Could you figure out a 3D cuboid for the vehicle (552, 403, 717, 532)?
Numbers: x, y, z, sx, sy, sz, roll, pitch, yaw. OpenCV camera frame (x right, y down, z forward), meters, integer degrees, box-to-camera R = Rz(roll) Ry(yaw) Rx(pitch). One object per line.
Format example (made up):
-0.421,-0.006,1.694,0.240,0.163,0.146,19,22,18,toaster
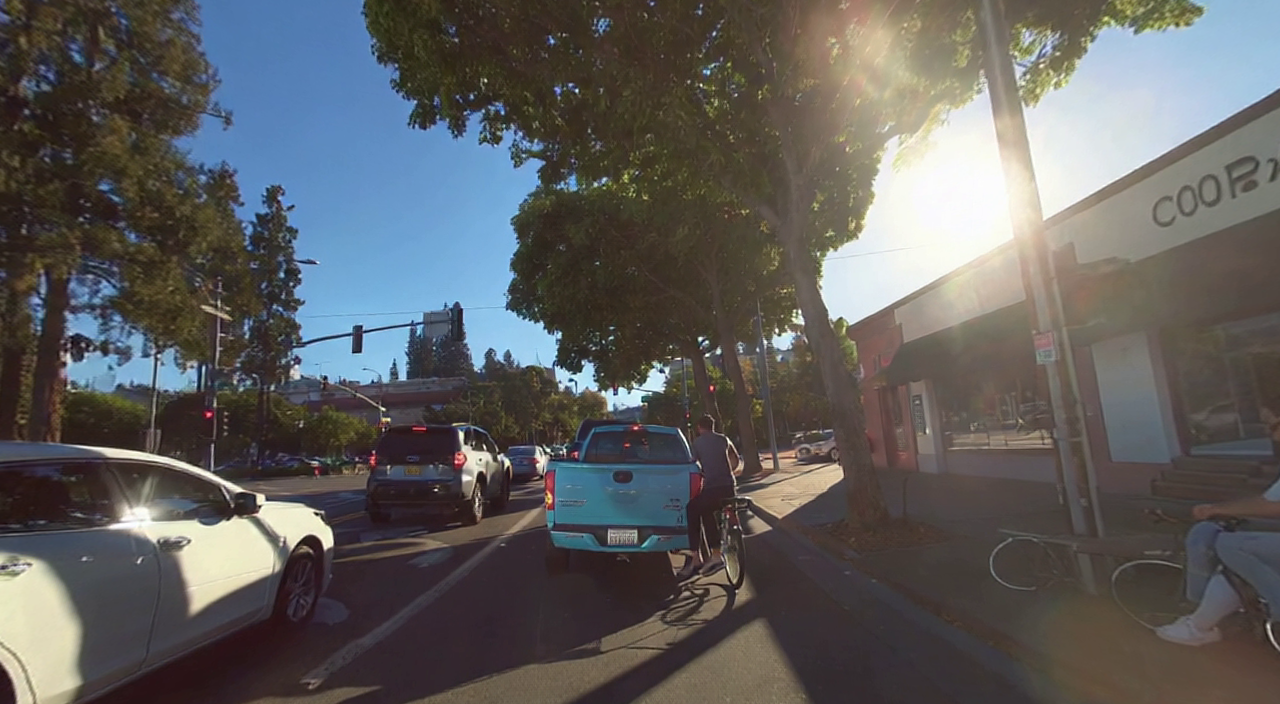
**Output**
-0.118,2.085,11.884,2.426,1.882,5.027,0,-9,-1,vehicle

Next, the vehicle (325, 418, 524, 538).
-3.599,2.199,11.610,2.046,1.750,4.452,0,-9,0,vehicle

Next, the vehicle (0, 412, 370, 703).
-3.557,1.170,3.690,2.064,1.486,4.140,0,-9,1,vehicle
